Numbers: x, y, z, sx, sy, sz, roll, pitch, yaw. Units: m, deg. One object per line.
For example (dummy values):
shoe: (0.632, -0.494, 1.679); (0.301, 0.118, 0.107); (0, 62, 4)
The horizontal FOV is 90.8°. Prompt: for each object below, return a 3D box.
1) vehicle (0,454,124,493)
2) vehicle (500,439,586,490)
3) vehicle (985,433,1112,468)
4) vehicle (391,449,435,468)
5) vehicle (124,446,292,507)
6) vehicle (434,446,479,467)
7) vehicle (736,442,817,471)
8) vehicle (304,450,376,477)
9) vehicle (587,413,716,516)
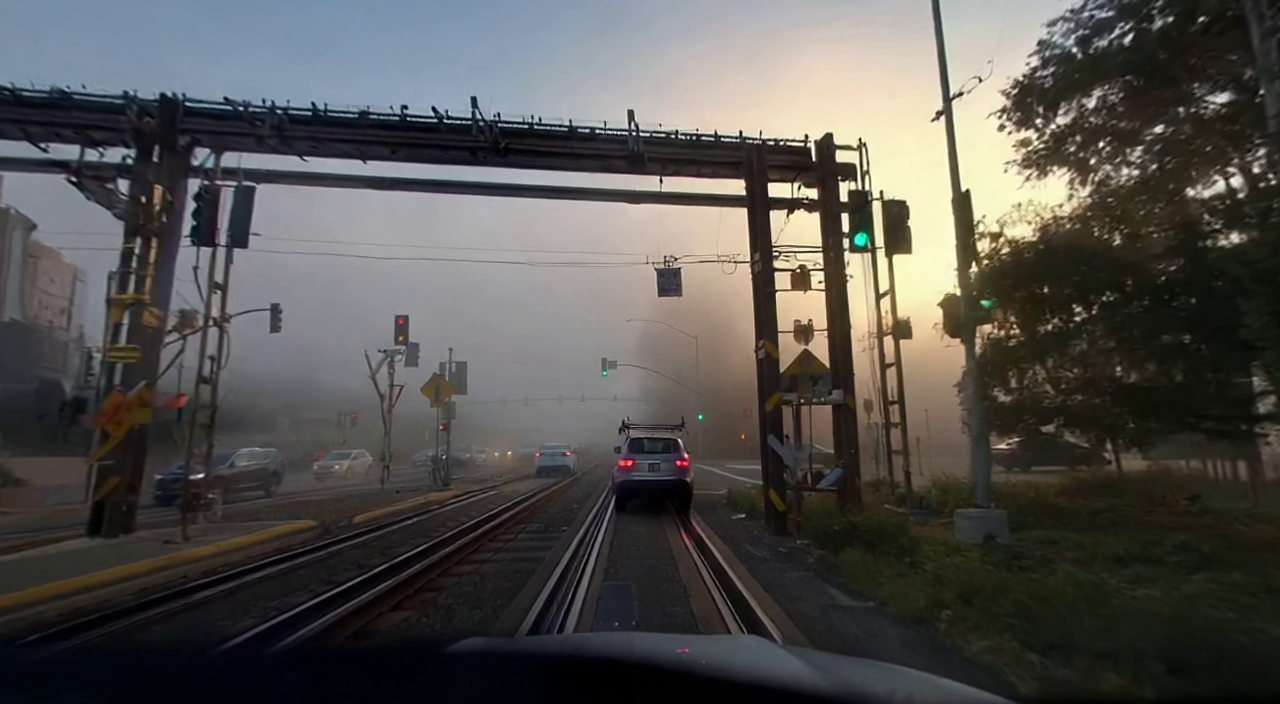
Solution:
vehicle: (-32.823, 6.748, 35.252); (6.105, 1.989, 2.432); (-1, -8, 5)
vehicle: (-3.079, 3.698, 21.084); (2.004, 1.482, 4.799); (0, -9, 1)
vehicle: (23.748, 5.742, 36.837); (5.980, 1.933, 2.401); (1, -9, -8)
vehicle: (-17.498, 8.222, 48.877); (1.880, 1.377, 4.201); (0, -9, -1)
vehicle: (-12.853, 3.696, 19.276); (1.945, 1.590, 4.651); (0, -9, -2)
vehicle: (-13.497, 7.708, 46.787); (2.027, 1.482, 4.711); (0, -9, -1)
vehicle: (7.722, 5.850, 35.598); (4.412, 1.494, 2.136); (7, -11, -39)
vehicle: (-17.261, 6.394, 36.575); (1.964, 1.465, 4.638); (0, -9, -1)
vehicle: (0.286, 2.511, 14.546); (2.404, 1.926, 5.251); (0, -9, 2)
